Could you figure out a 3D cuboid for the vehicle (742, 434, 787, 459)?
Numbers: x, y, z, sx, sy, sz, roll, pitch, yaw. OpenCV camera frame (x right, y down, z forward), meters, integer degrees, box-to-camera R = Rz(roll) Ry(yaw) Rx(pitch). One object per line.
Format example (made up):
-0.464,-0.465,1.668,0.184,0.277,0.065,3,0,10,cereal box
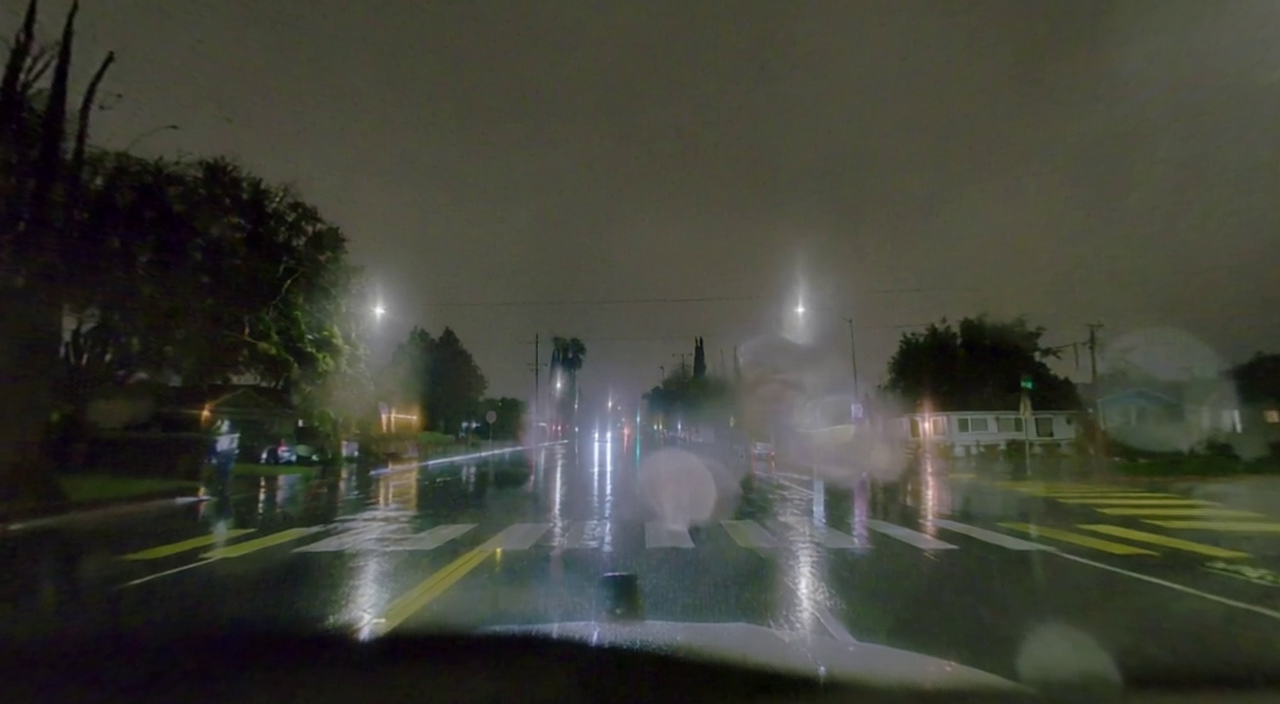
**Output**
8.008,6.129,40.954,2.029,1.554,4.705,0,-9,1,vehicle

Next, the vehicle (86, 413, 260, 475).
-17.942,3.557,24.511,4.800,2.259,2.303,0,-9,0,vehicle

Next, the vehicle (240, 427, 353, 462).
-17.958,4.869,33.181,4.743,1.734,1.994,0,-9,0,vehicle
